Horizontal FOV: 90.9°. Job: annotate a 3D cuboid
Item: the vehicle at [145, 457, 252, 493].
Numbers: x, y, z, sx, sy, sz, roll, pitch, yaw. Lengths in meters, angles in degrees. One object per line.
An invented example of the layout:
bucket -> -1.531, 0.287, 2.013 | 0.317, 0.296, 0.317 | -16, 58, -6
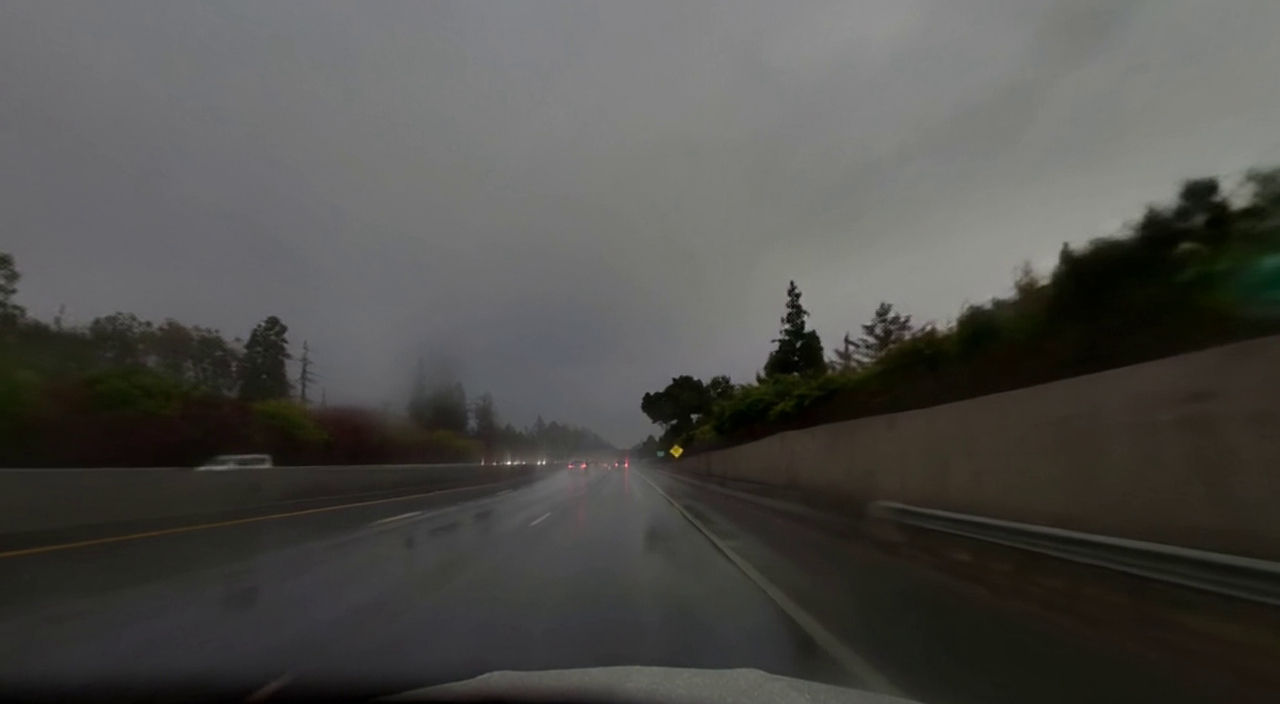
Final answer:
vehicle -> -19.796, 5.556, 28.493 | 1.813, 1.450, 4.096 | 1, -11, 0

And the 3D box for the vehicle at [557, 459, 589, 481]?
vehicle -> -5.096, 9.086, 48.482 | 2.039, 1.605, 4.365 | 1, -11, 0
